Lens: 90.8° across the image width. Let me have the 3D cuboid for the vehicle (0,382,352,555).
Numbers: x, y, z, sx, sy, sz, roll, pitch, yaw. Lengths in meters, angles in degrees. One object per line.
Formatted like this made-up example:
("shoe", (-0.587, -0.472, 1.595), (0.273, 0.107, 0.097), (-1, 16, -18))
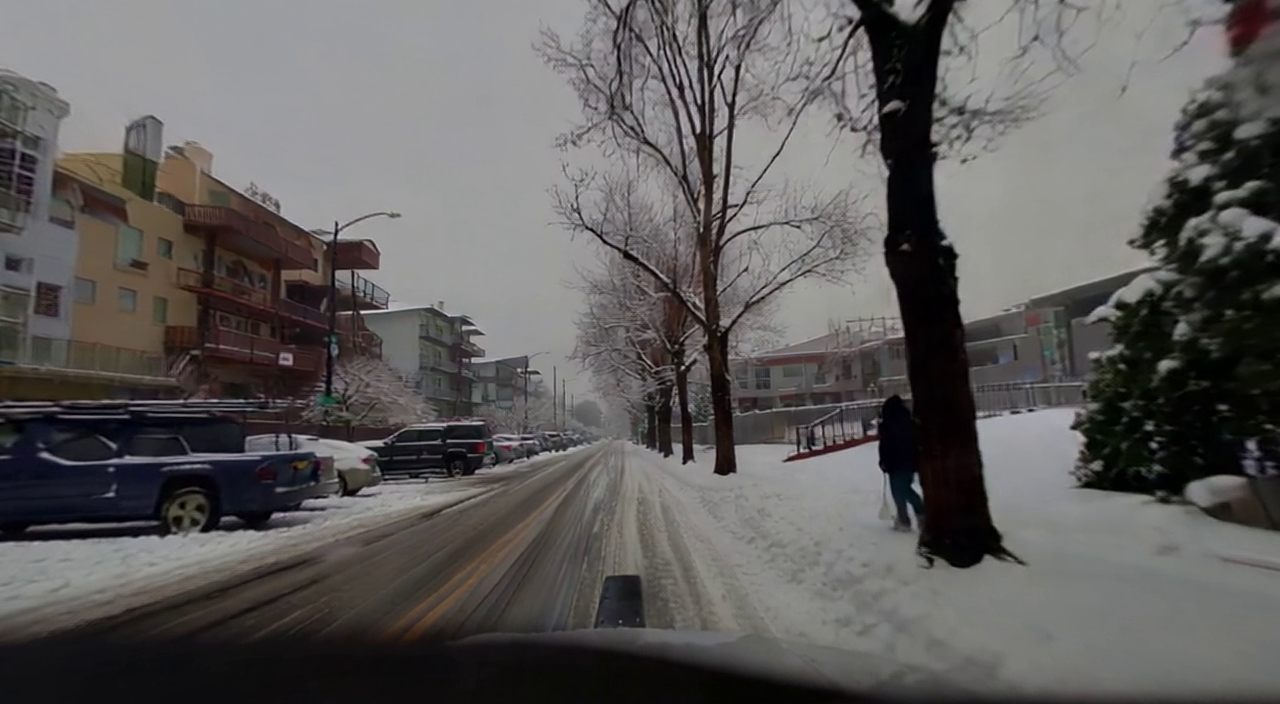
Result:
("vehicle", (-7.606, 1.604, 9.010), (5.824, 2.125, 2.233), (1, -9, -4))

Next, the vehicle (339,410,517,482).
("vehicle", (-7.554, 3.428, 23.143), (5.592, 2.439, 2.515), (0, -9, -2))
